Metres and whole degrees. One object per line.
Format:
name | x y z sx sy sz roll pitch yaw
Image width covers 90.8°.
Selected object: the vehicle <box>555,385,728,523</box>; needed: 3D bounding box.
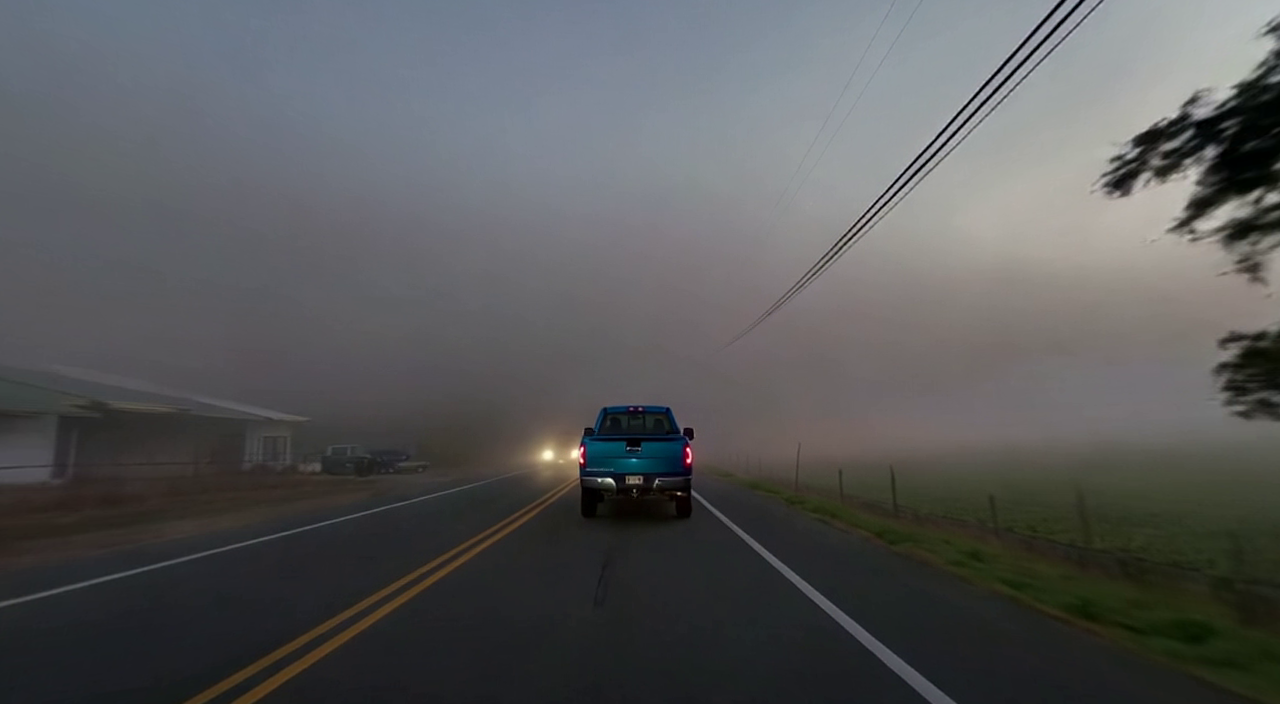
vehicle | -0.039 2.256 14.382 2.912 2.320 7.292 0 -8 -1
